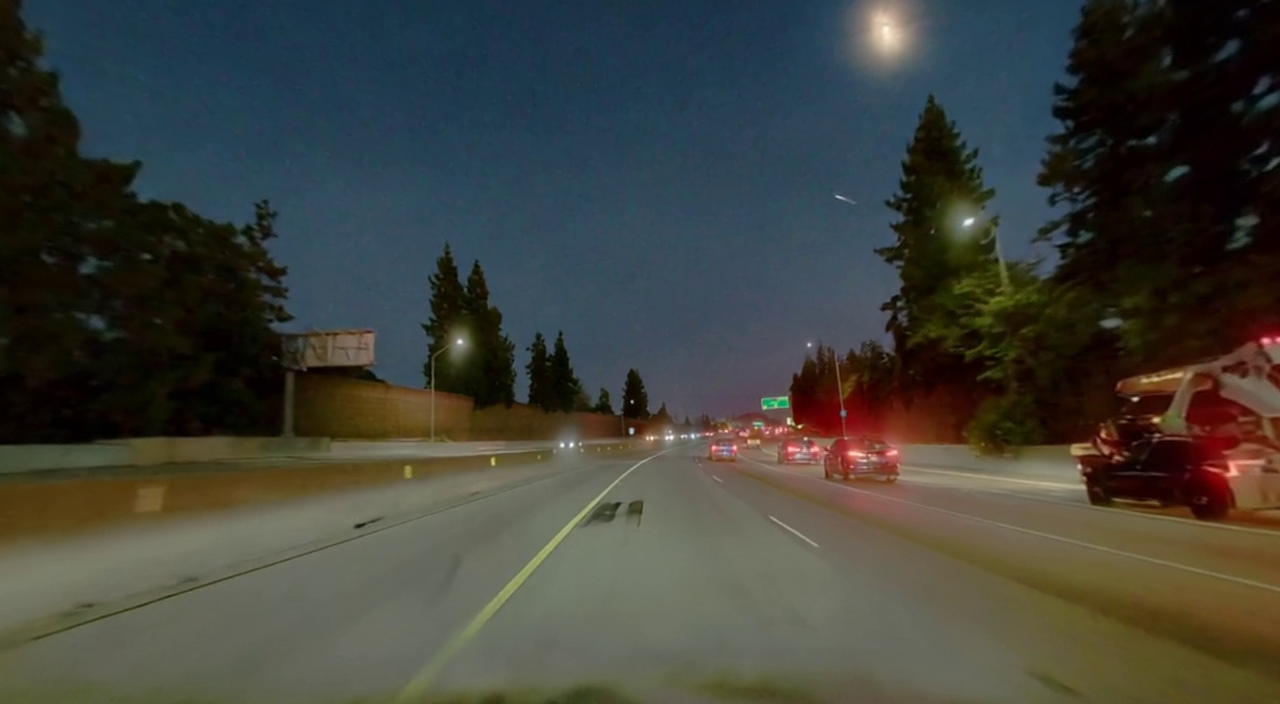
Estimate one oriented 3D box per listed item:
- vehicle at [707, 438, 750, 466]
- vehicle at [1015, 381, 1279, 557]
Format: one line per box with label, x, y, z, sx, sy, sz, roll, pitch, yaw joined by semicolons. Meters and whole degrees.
vehicle;4.905;5.621;35.593;1.926;1.477;4.080;-1;-8;2
vehicle;8.140;1.576;8.980;2.188;1.924;5.511;0;-8;0
